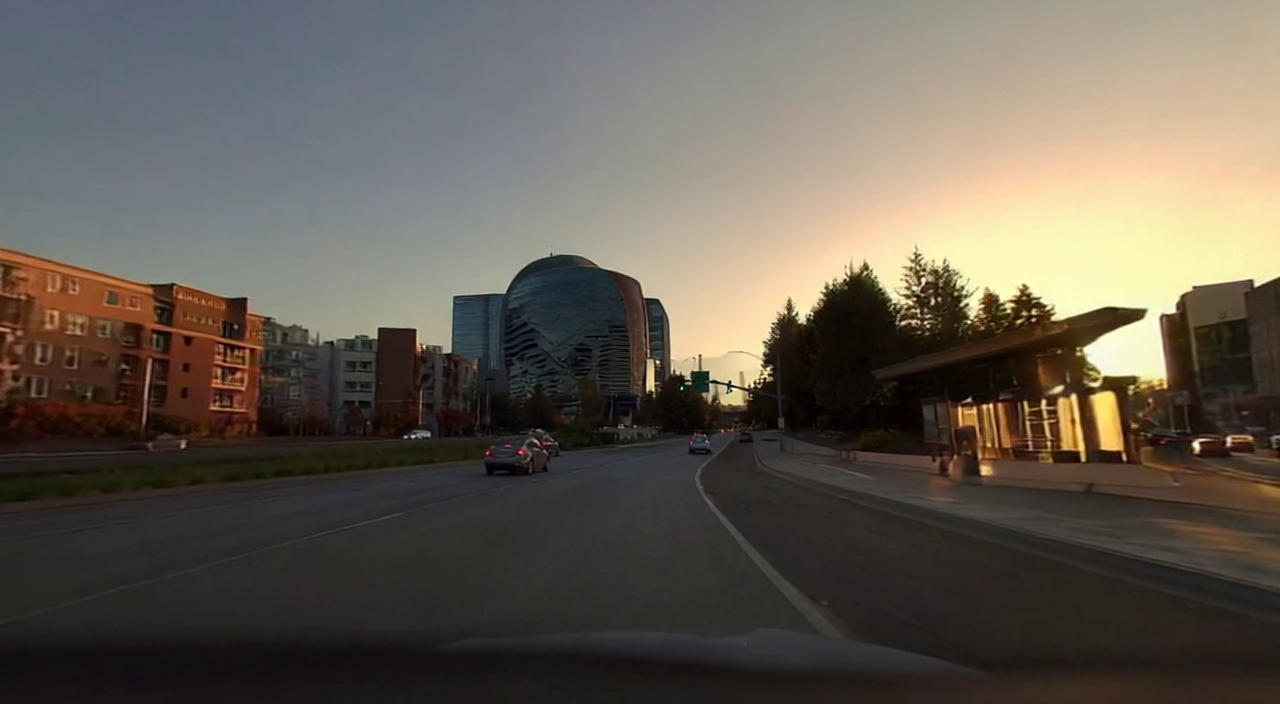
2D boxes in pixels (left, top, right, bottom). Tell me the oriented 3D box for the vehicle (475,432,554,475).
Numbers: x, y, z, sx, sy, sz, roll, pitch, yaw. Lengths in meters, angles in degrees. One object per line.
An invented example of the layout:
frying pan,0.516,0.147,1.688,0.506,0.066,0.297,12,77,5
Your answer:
vehicle,-5.370,4.429,27.680,2.181,1.728,4.515,-1,-8,5
